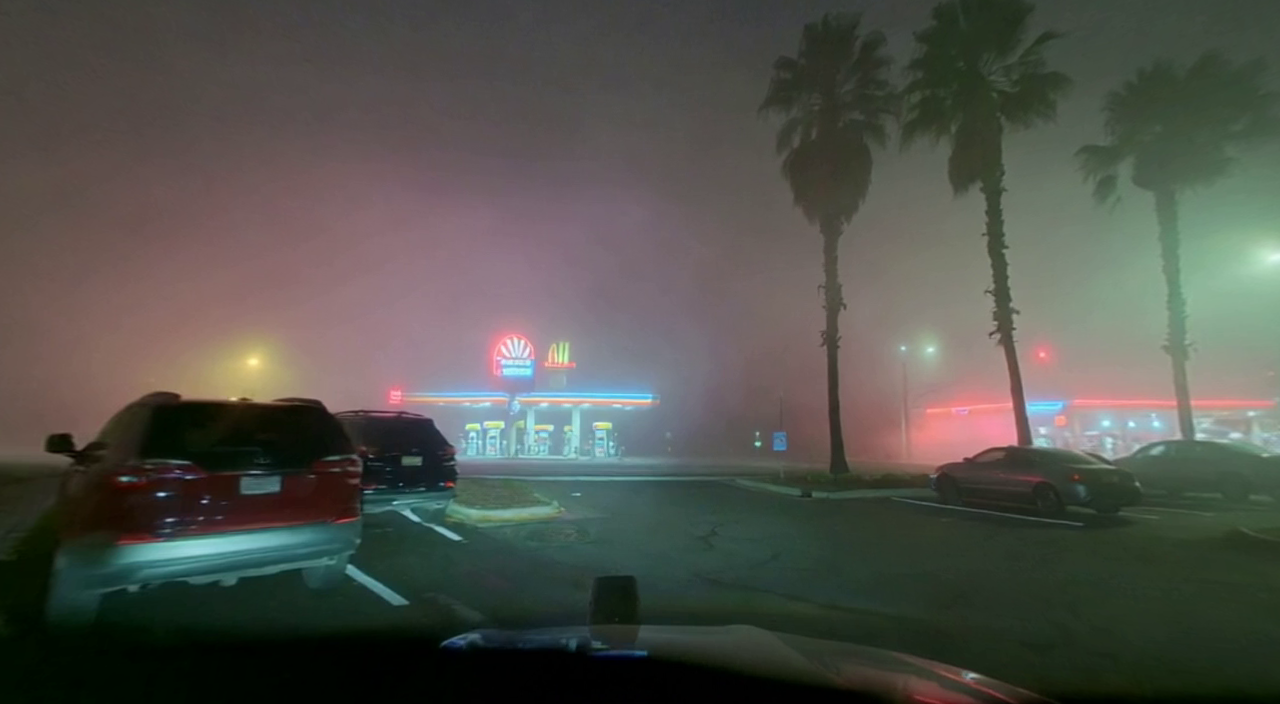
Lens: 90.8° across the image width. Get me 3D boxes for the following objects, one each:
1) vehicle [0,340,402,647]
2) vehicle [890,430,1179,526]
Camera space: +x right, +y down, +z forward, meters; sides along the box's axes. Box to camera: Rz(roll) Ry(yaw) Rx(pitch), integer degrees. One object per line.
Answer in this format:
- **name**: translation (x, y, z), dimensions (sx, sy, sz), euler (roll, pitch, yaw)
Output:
- **vehicle**: translation (-5.615, 1.389, 7.413), dimensions (6.836, 2.006, 2.434), euler (-8, -12, 43)
- **vehicle**: translation (7.326, 2.356, 12.449), dimensions (1.937, 1.490, 4.564), euler (3, -9, -18)
